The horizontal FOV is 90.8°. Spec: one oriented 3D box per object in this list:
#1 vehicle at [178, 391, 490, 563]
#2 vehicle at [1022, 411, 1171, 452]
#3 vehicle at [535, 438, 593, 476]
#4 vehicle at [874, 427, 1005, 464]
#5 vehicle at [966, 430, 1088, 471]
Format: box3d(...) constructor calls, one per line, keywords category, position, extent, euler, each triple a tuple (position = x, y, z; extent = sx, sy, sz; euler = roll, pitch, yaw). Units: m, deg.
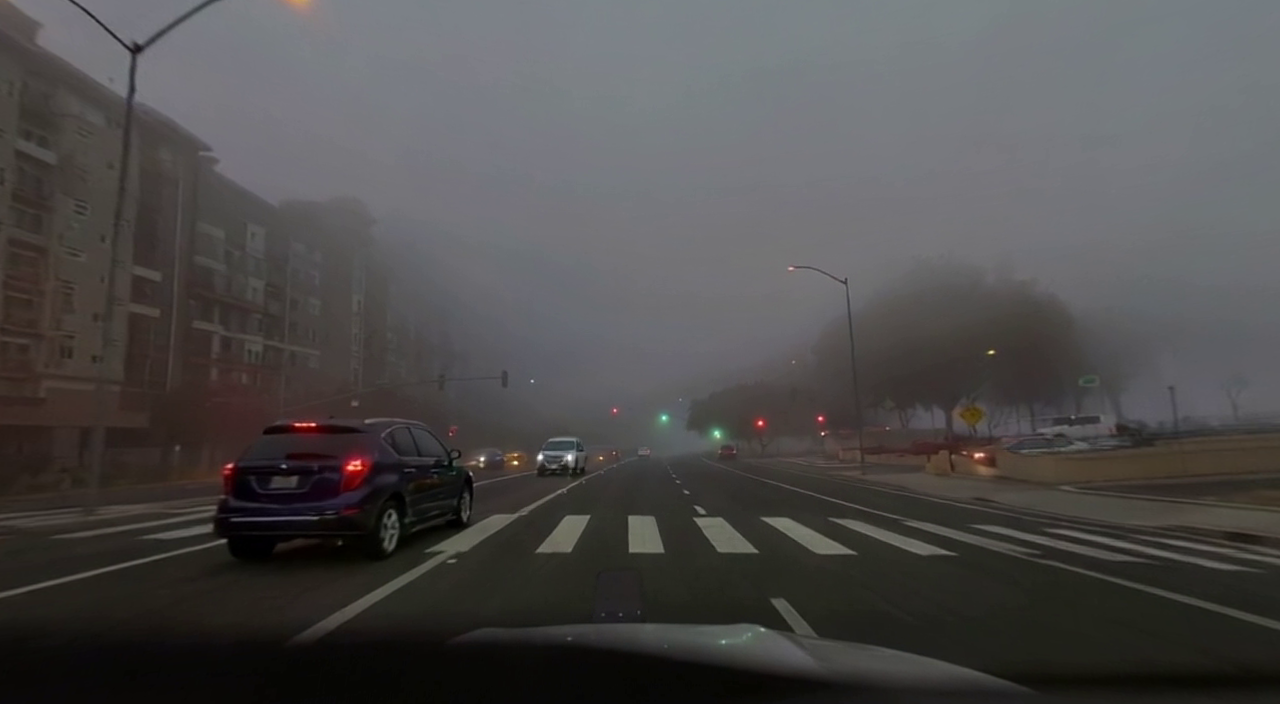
box3d(category="vehicle", position=(-3.980, 1.754, 9.532), extent=(2.220, 1.888, 4.904), euler=(0, -9, 0))
box3d(category="vehicle", position=(23.050, 4.080, 32.106), extent=(5.656, 1.985, 2.187), euler=(-1, -9, 3))
box3d(category="vehicle", position=(-3.555, 5.044, 30.508), extent=(2.180, 1.699, 4.485), euler=(0, -9, 1))
box3d(category="vehicle", position=(15.482, 4.868, 32.923), extent=(5.618, 1.857, 2.296), euler=(0, -9, -2))
box3d(category="vehicle", position=(14.681, 3.784, 24.338), extent=(1.865, 1.425, 4.439), euler=(0, -9, 0))
